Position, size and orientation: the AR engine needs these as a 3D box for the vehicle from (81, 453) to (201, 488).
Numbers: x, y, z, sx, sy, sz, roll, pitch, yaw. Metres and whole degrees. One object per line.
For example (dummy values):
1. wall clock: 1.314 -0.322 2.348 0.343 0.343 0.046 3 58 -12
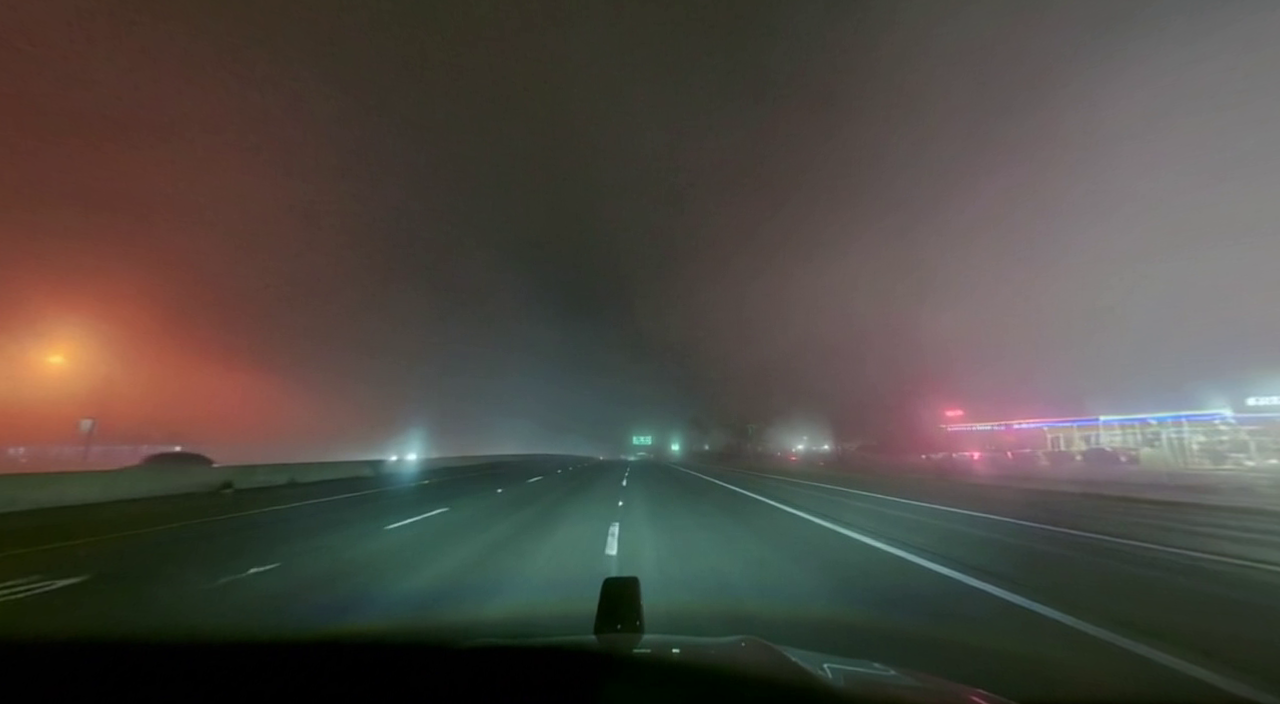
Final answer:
1. vehicle: -24.041 5.695 30.632 1.881 1.537 4.894 0 -9 0

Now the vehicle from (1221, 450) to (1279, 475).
1. vehicle: 48.162 8.533 48.971 2.296 1.632 4.498 -4 -8 13

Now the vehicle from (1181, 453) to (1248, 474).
1. vehicle: 45.208 8.729 49.682 1.951 1.528 4.497 -2 -9 16
